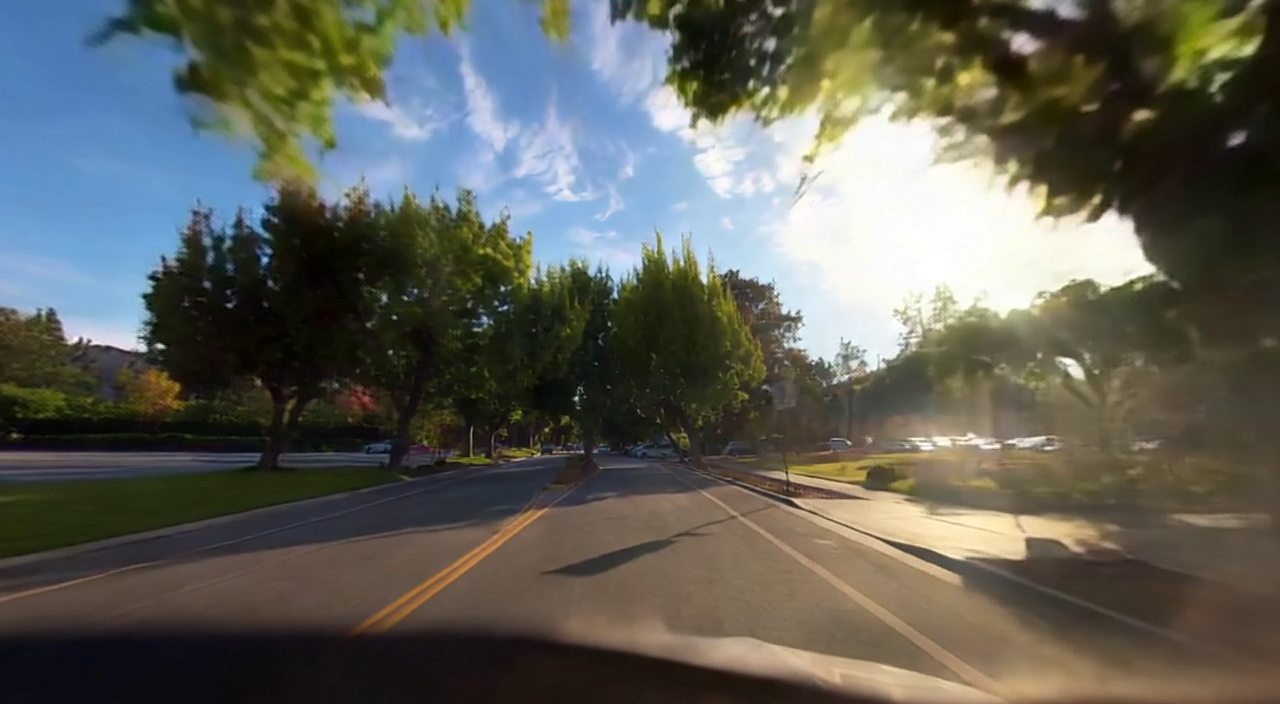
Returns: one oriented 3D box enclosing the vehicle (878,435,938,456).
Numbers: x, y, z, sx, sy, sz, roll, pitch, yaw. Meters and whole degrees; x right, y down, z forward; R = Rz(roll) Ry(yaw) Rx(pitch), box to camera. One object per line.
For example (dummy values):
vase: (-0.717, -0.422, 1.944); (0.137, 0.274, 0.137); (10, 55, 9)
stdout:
vehicle: (20.875, 7.330, 49.246); (3.830, 1.429, 1.890); (4, -10, -10)
